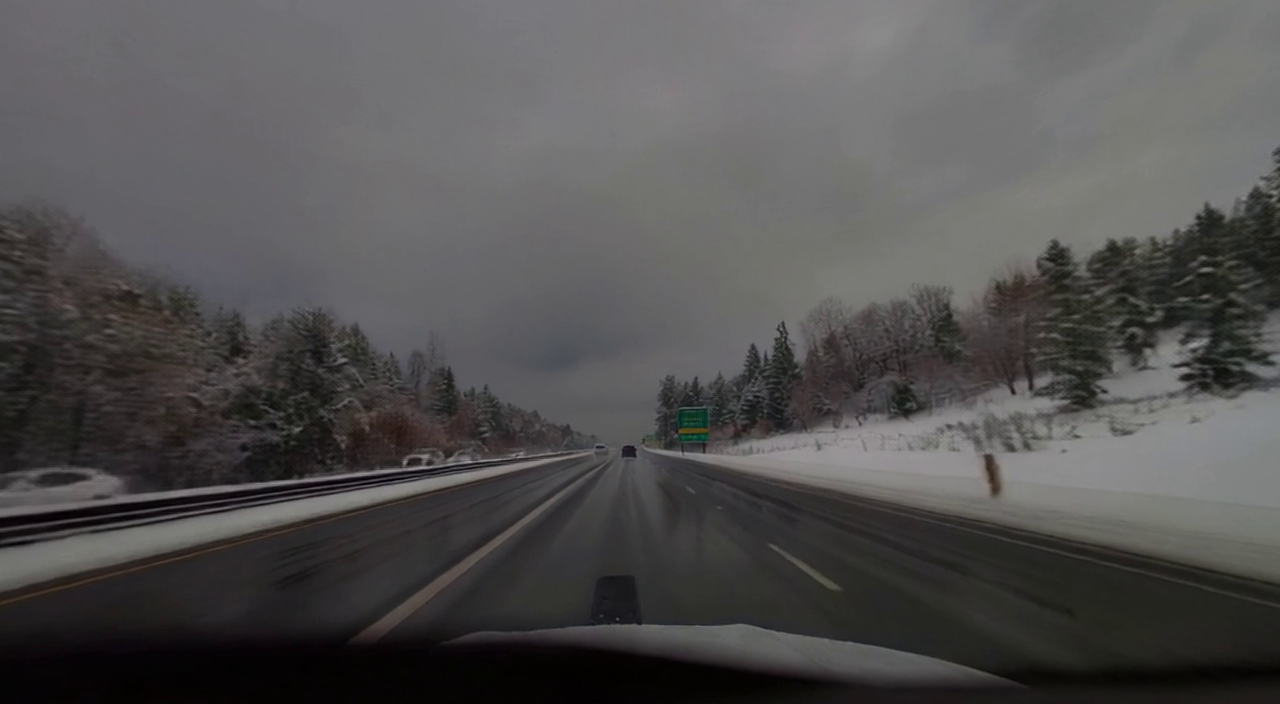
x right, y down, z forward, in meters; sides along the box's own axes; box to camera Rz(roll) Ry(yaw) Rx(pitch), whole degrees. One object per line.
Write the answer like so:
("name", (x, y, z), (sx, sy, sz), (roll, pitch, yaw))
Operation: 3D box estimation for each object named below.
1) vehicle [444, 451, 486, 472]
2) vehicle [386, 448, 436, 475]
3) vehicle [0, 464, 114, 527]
("vehicle", (-13.754, 8.614, 49.496), (1.944, 1.518, 4.723), (0, -9, -1))
("vehicle", (-17.745, 8.487, 48.866), (2.050, 1.942, 4.972), (0, -9, -1))
("vehicle", (-17.692, 4.044, 17.916), (1.805, 1.548, 4.020), (0, -9, -1))
